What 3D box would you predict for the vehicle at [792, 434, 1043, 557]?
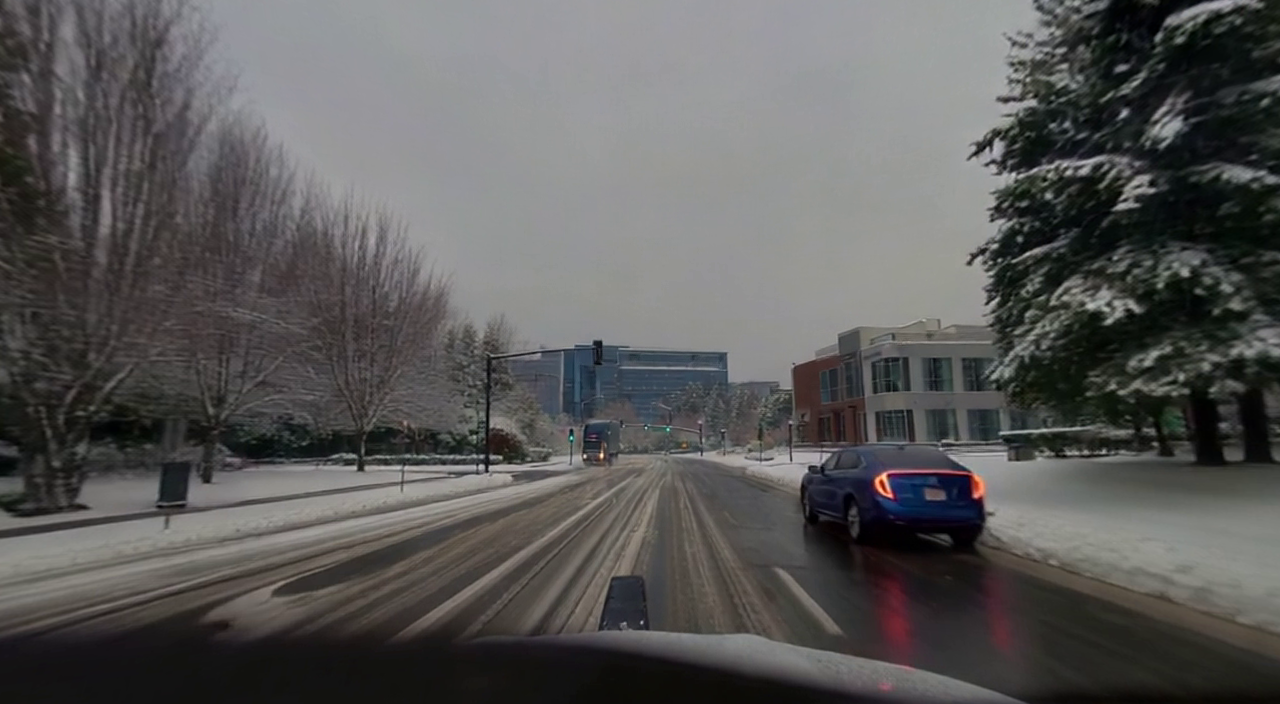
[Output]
[{"bbox_3d":[3.999,2.134,10.118,2.098,1.509,4.389,0,-9,1],"label":"vehicle"}]
